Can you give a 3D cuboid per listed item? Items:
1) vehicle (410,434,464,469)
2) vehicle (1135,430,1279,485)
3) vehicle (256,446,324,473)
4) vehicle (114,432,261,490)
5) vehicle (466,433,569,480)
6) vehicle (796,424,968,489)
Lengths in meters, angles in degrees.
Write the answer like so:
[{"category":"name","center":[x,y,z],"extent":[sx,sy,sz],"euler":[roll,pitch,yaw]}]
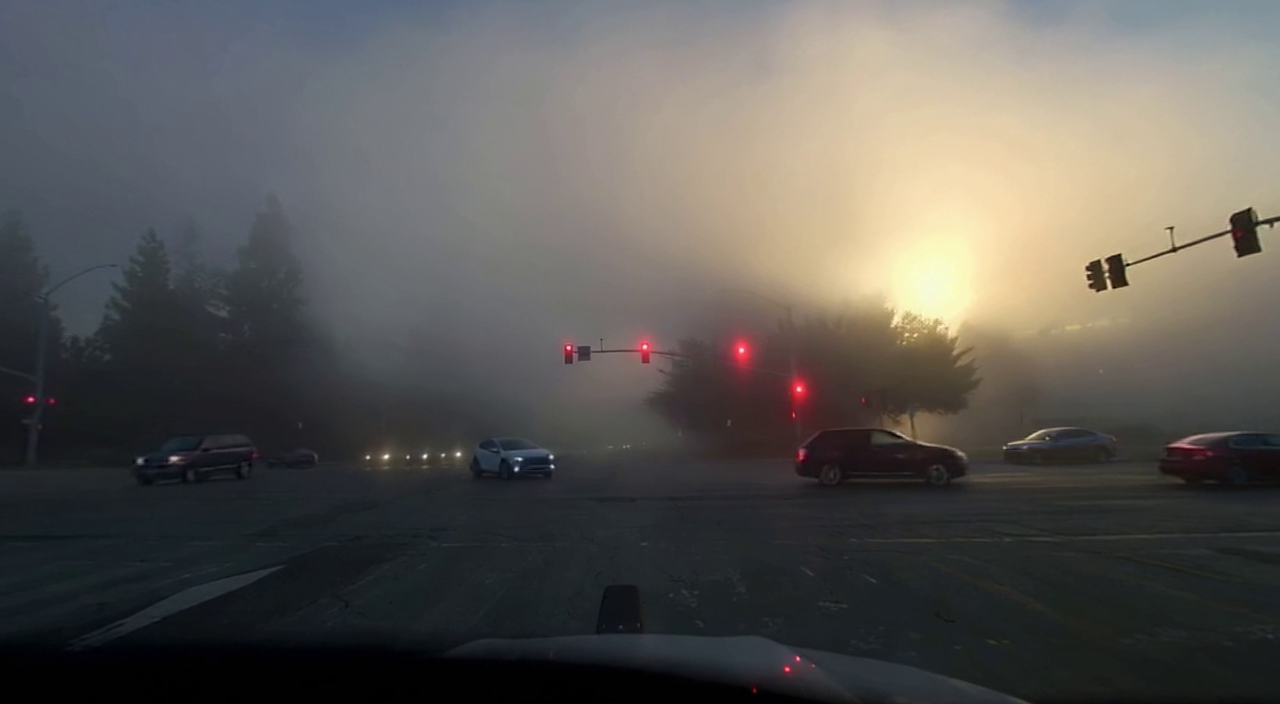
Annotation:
[{"category":"vehicle","center":[-12.205,6.010,38.391],"extent":[2.223,1.972,5.310],"euler":[1,-8,-8]},{"category":"vehicle","center":[17.320,2.995,18.093],"extent":[4.532,1.467,2.135],"euler":[0,-9,-4]},{"category":"vehicle","center":[-23.024,7.077,41.740],"extent":[1.938,1.676,4.483],"euler":[0,-9,0]},{"category":"vehicle","center":[-16.371,3.956,23.245],"extent":[1.977,1.878,4.575],"euler":[0,-9,0]},{"category":"vehicle","center":[-4.890,4.104,24.985],"extent":[1.982,1.678,4.180],"euler":[8,-12,-44]},{"category":"vehicle","center":[7.536,3.289,20.073],"extent":[4.767,1.877,2.017],"euler":[-3,-9,19]}]
